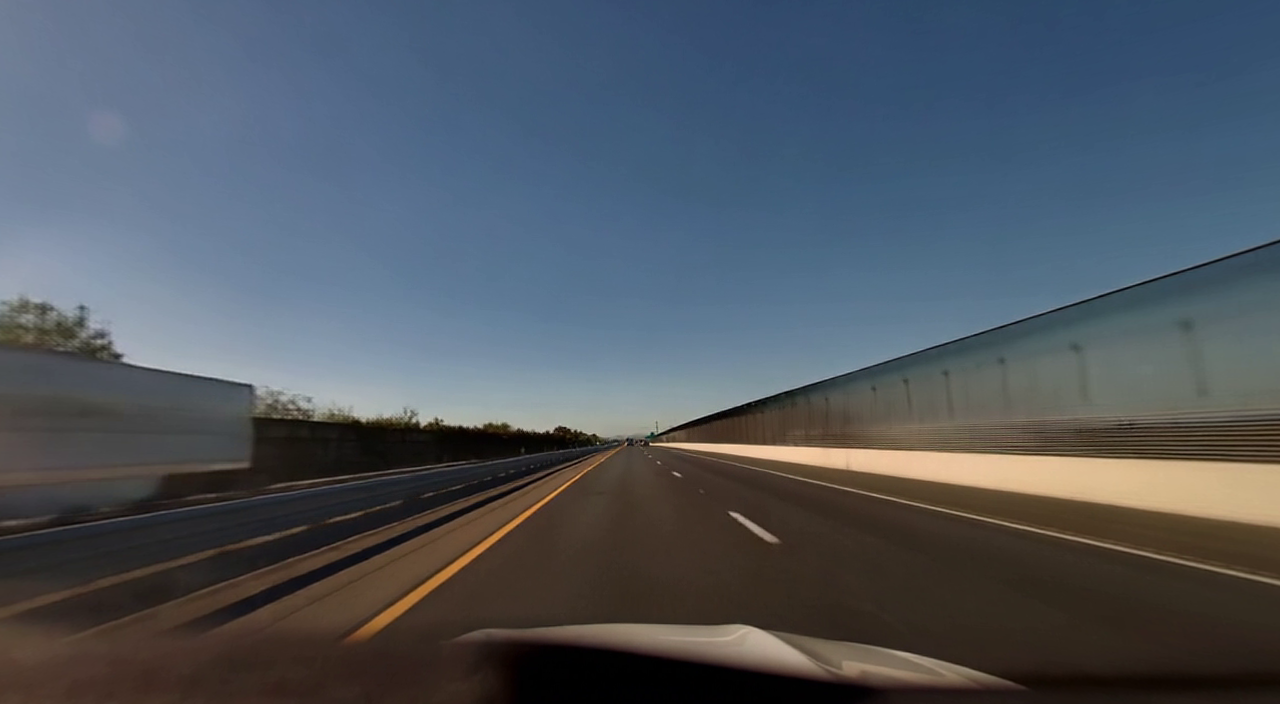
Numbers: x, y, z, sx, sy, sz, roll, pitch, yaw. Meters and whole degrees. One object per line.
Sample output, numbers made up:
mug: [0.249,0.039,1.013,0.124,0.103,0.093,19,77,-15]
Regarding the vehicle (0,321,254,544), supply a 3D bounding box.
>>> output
vehicle: [-13.352,1.582,12.134,3.177,4.058,14.074,0,-8,-1]
